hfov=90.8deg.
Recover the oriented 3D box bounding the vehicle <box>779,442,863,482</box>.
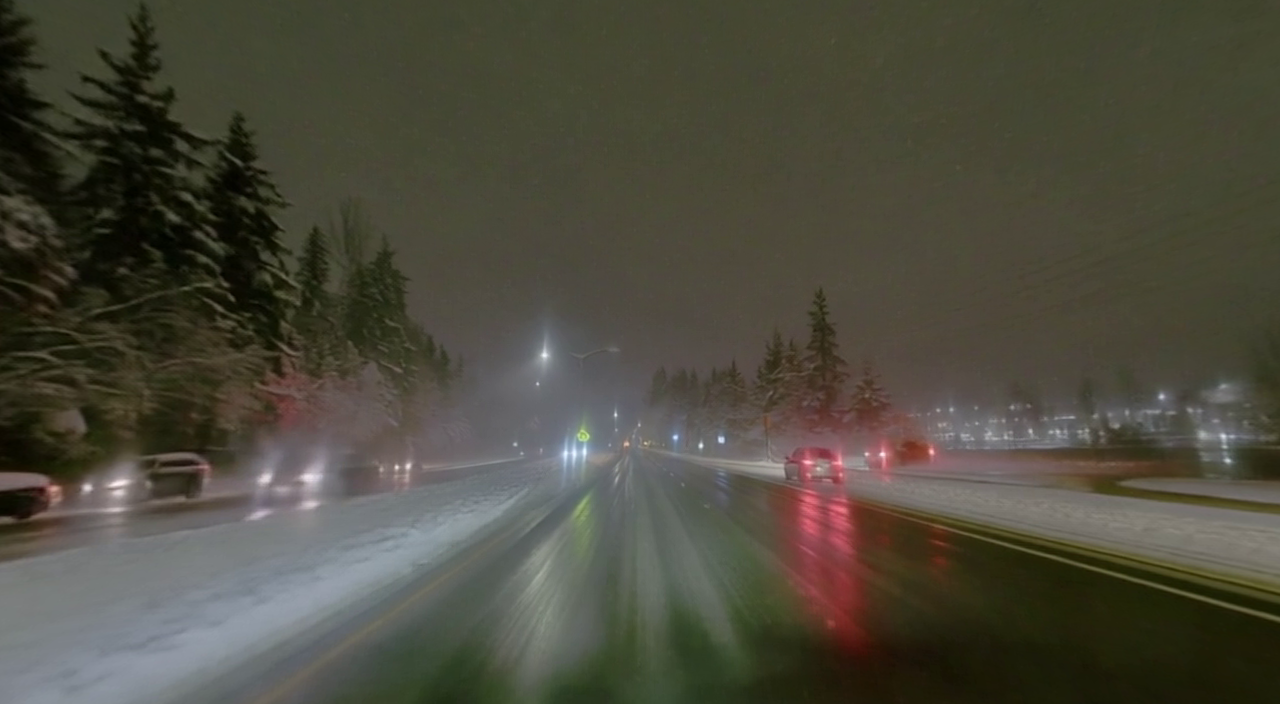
[{"bbox_3d":[7.197,4.409,25.652,1.961,1.465,4.468,0,-8,-2],"label":"vehicle"}]

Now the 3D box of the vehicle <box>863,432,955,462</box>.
[{"bbox_3d":[16.626,5.886,39.223,4.807,1.768,1.947,0,-8,2],"label":"vehicle"}]

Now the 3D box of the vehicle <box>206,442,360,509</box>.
[{"bbox_3d":[-9.670,3.326,17.549,1.972,1.626,3.940,0,-8,0],"label":"vehicle"}]

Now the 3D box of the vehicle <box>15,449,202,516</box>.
[{"bbox_3d":[-17.865,4.327,21.714,1.926,1.684,5.378,-3,-6,-1],"label":"vehicle"}]
